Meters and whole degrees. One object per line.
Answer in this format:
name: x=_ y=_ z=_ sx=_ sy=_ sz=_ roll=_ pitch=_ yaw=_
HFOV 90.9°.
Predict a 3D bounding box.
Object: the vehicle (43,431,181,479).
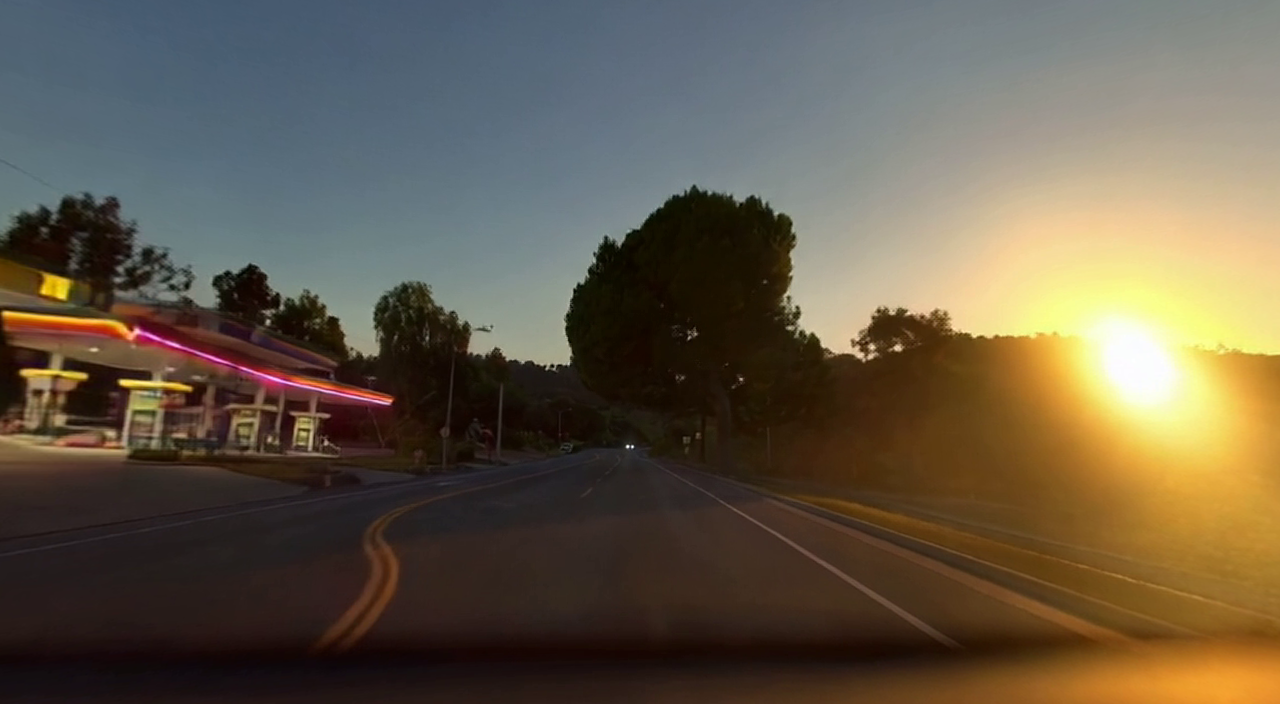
vehicle: x=-18.302 y=3.580 z=22.147 sx=1.885 sy=1.490 sz=4.474 roll=2 pitch=-9 yaw=-15
